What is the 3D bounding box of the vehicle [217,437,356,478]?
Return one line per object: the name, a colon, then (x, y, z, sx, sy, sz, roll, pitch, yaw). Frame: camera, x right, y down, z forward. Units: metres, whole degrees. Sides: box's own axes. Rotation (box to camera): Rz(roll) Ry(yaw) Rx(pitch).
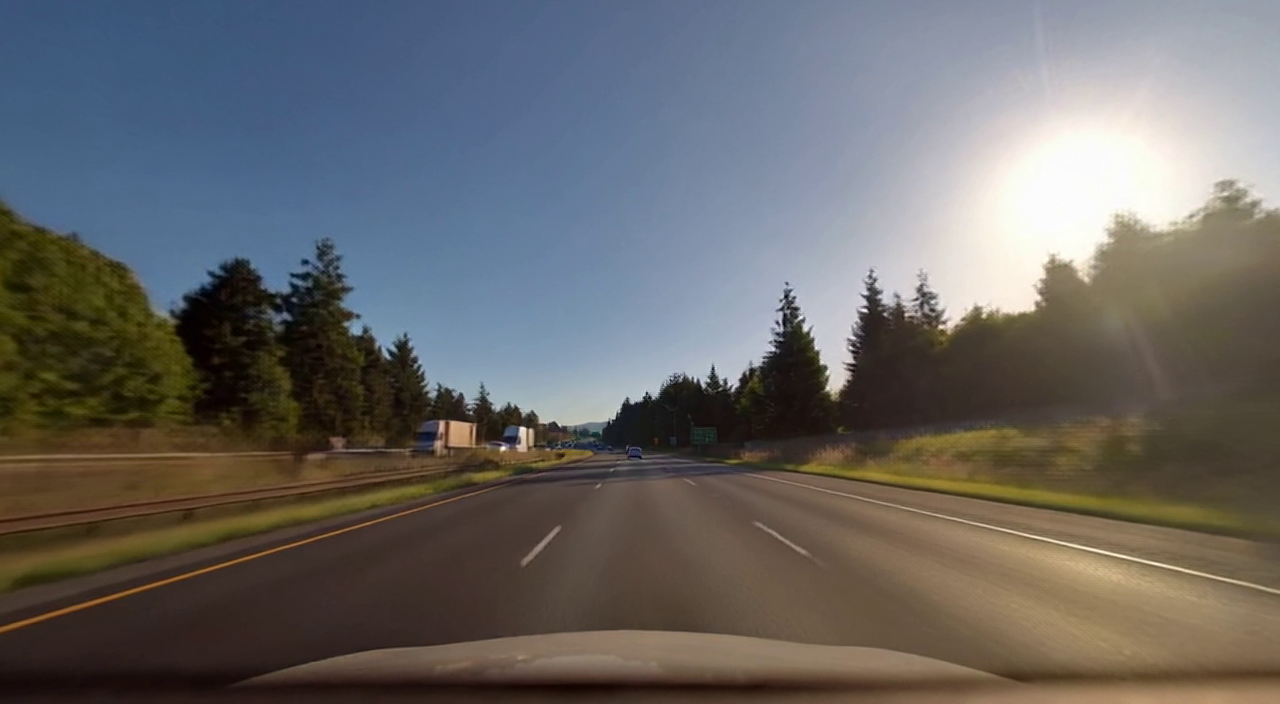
vehicle: (-11.800, 3.571, 21.509, 2.177, 1.229, 4.493, 0, -9, 0)
